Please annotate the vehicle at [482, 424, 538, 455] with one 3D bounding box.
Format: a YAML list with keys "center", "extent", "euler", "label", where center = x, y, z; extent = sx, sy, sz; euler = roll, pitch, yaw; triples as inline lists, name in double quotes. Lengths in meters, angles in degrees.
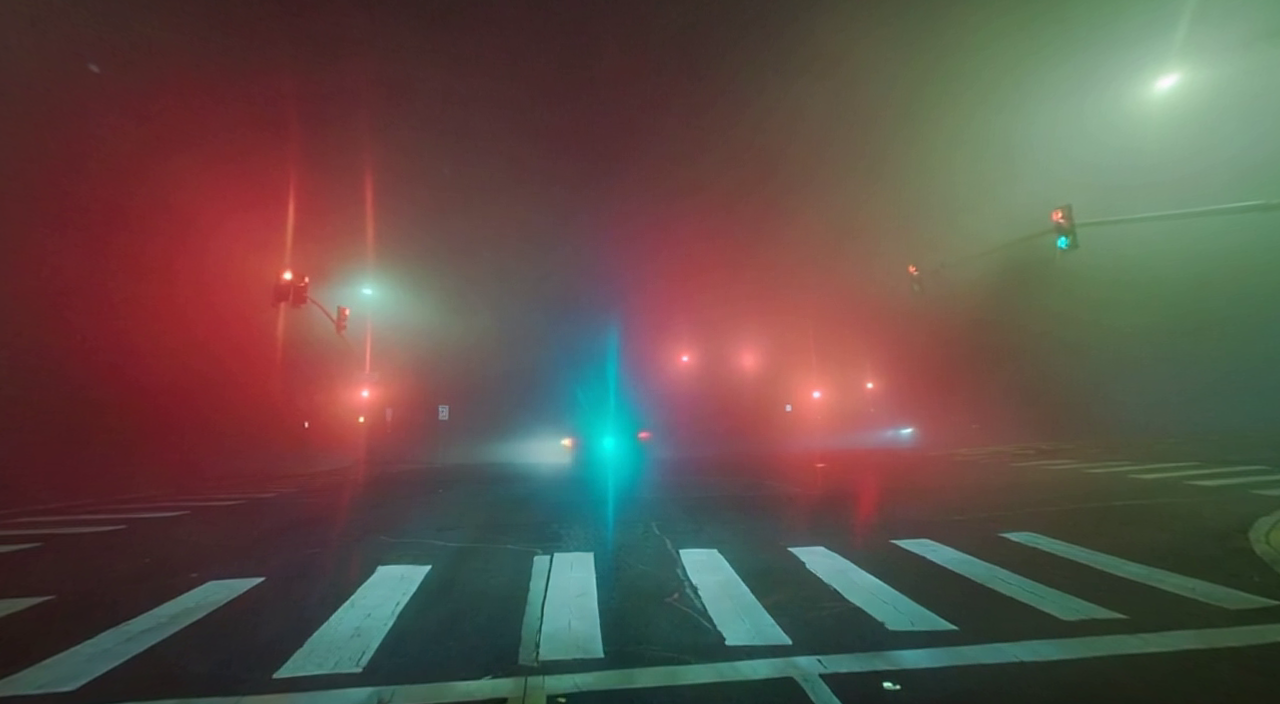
- center: [-8.337, 5.729, 40.874]
  extent: [2.000, 1.864, 5.044]
  euler: [-1, -9, 7]
  label: "vehicle"

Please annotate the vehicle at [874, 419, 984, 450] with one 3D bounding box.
- center: [14.104, 4.055, 30.896]
  extent: [4.510, 1.431, 1.884]
  euler: [1, -9, -7]
  label: "vehicle"

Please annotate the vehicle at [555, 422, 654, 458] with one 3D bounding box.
- center: [-1.663, 4.079, 29.161]
  extent: [4.407, 1.569, 1.859]
  euler: [1, -9, -6]
  label: "vehicle"
